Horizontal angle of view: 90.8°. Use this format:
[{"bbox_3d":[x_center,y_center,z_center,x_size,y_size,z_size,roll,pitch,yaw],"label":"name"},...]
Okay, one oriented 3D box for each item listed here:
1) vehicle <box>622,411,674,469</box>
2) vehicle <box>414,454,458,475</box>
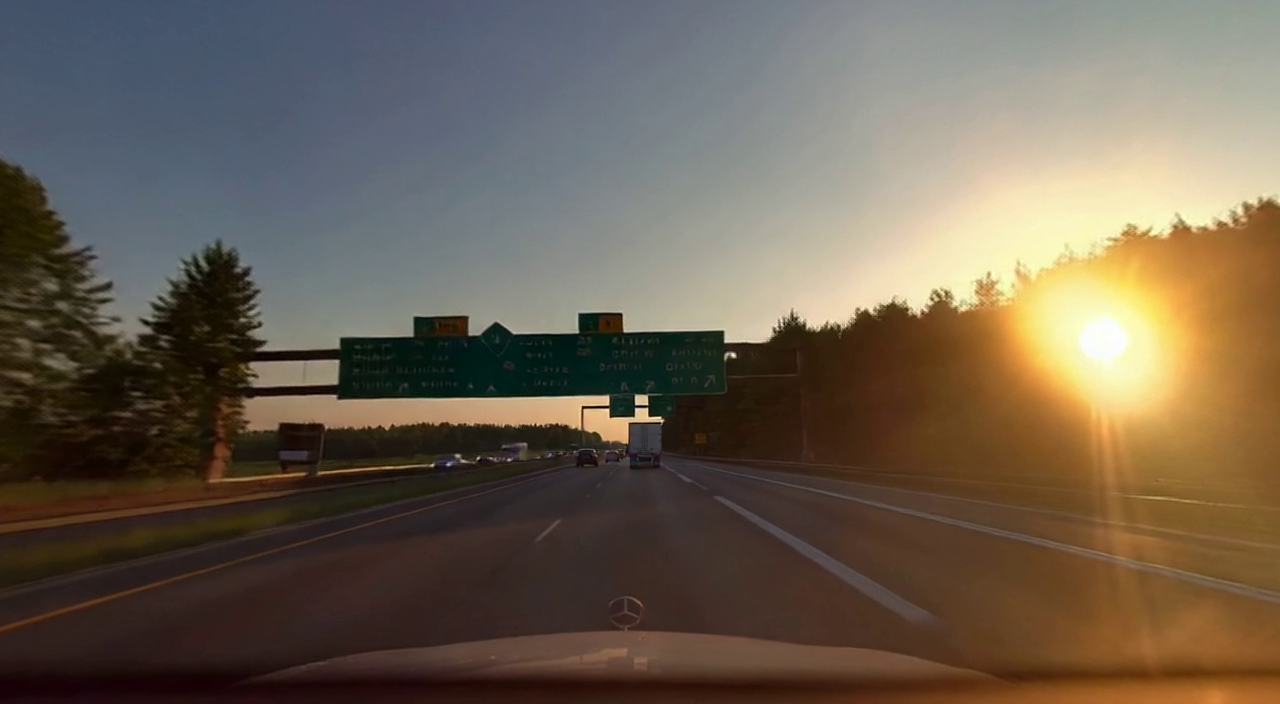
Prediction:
[{"bbox_3d":[0.338,7.073,49.800,3.341,3.725,18.015,0,-9,-1],"label":"vehicle"},{"bbox_3d":[-15.217,8.361,47.235,1.788,1.457,4.431,0,-9,0],"label":"vehicle"}]
